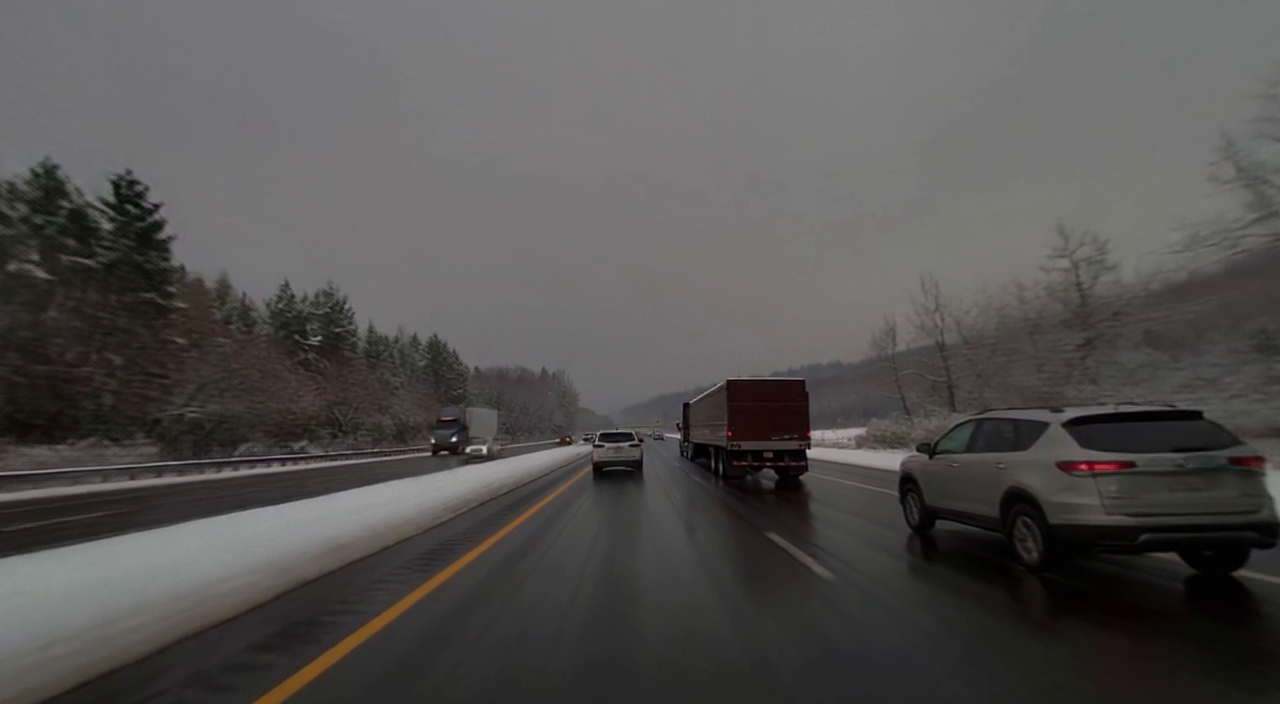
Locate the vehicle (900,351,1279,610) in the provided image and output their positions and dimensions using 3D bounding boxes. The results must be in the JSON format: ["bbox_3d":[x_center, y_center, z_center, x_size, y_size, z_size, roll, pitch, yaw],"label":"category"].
[{"bbox_3d":[4.647,1.196,6.672,2.011,1.905,3.905,0,-8,-1],"label":"vehicle"}]

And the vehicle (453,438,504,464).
[{"bbox_3d":[-9.695,5.957,38.248,1.848,1.489,4.624,0,-8,1],"label":"vehicle"}]

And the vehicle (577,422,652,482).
[{"bbox_3d":[-0.713,3.058,19.645,2.082,1.638,4.055,0,-8,0],"label":"vehicle"}]

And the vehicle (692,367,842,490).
[{"bbox_3d":[3.477,2.423,19.813,2.723,3.027,8.478,0,-8,-1],"label":"vehicle"}]

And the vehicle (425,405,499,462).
[{"bbox_3d":[-13.801,6.465,49.942,2.904,3.961,10.187,0,-8,0],"label":"vehicle"}]
